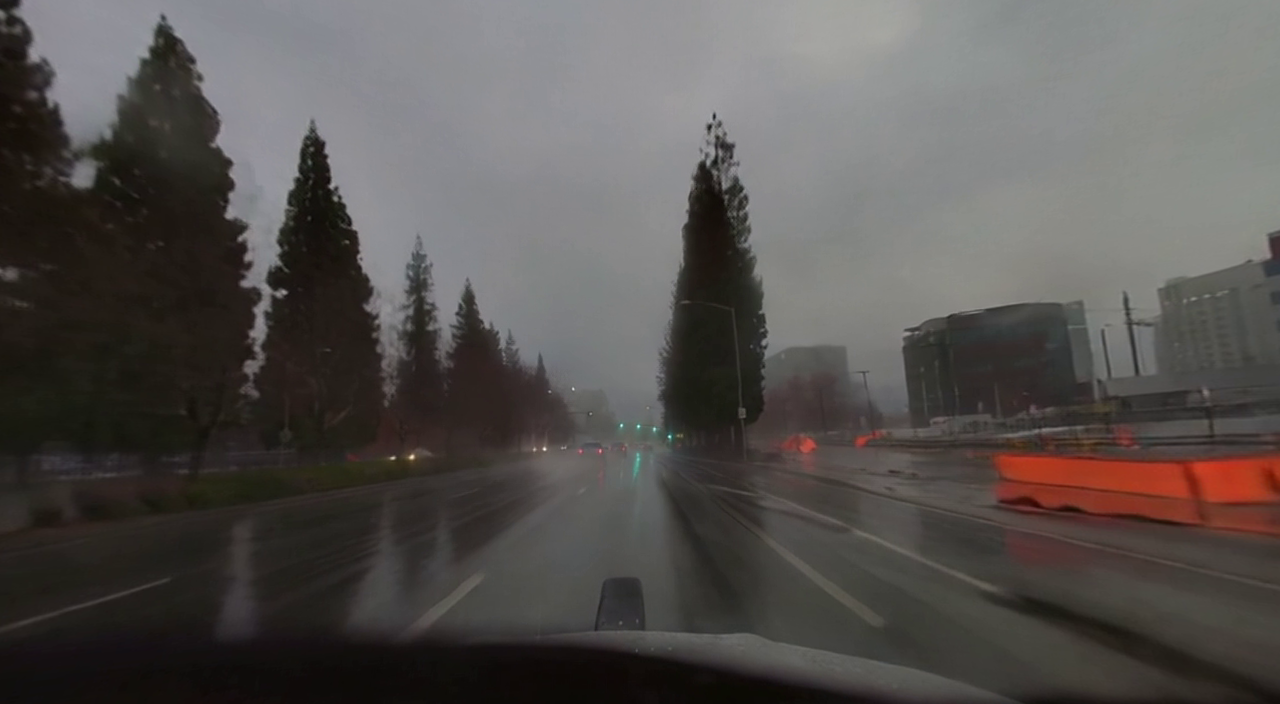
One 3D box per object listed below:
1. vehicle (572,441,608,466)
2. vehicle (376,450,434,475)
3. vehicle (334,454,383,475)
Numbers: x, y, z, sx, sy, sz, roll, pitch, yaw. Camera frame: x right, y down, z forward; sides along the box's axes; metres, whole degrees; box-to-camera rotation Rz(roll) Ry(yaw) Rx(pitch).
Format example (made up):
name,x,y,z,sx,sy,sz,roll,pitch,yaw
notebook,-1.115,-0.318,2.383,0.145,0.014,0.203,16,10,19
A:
name,x,y,z,sx,sy,sz,roll,pitch,yaw
vehicle,-3.444,7.056,44.009,2.121,1.654,3.993,0,-9,1
vehicle,-15.309,7.171,41.386,1.882,1.472,4.796,-1,-9,1
vehicle,-21.791,8.725,49.080,1.817,1.447,4.369,-1,-9,1
